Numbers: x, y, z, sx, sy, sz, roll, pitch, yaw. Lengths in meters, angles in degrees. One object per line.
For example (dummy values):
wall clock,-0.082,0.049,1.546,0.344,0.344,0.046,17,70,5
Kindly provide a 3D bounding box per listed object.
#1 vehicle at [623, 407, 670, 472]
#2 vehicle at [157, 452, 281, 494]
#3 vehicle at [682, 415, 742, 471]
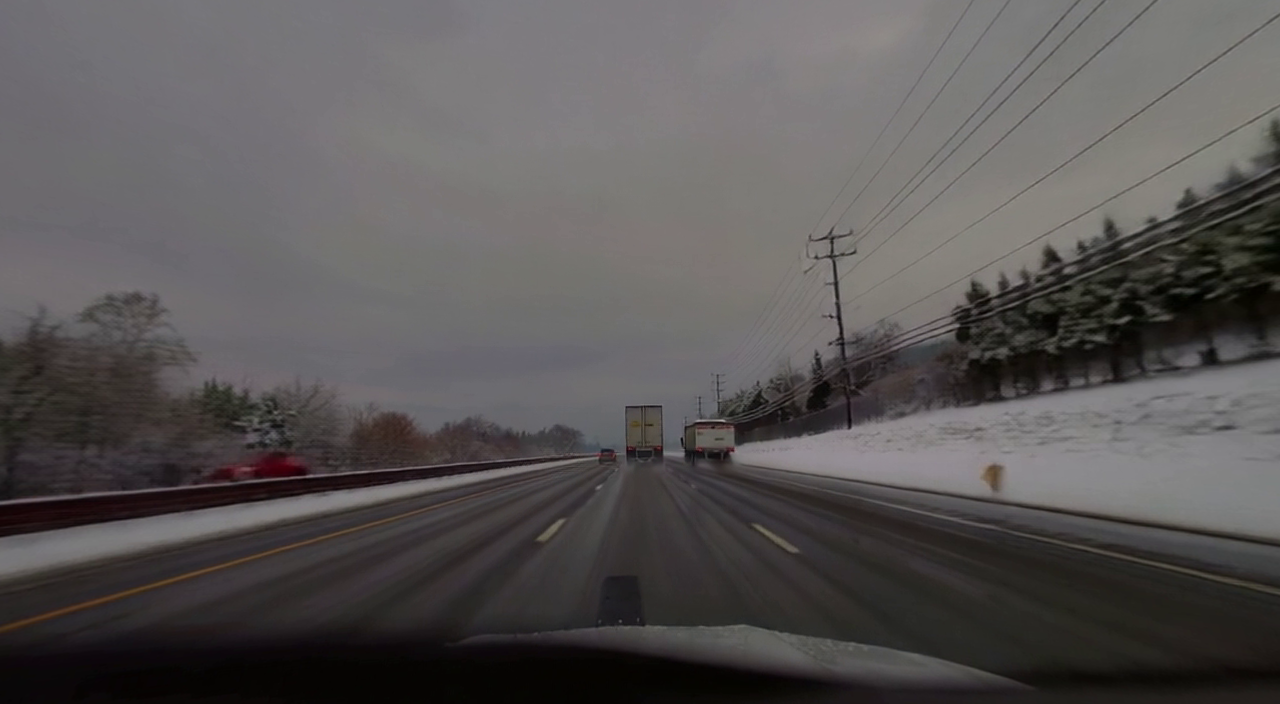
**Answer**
vehicle,0.449,6.614,46.786,2.997,4.076,13.224,0,-9,0
vehicle,-16.361,4.712,24.837,1.860,1.487,4.322,0,-9,0
vehicle,4.650,6.254,42.712,2.938,3.378,8.820,0,-9,0
